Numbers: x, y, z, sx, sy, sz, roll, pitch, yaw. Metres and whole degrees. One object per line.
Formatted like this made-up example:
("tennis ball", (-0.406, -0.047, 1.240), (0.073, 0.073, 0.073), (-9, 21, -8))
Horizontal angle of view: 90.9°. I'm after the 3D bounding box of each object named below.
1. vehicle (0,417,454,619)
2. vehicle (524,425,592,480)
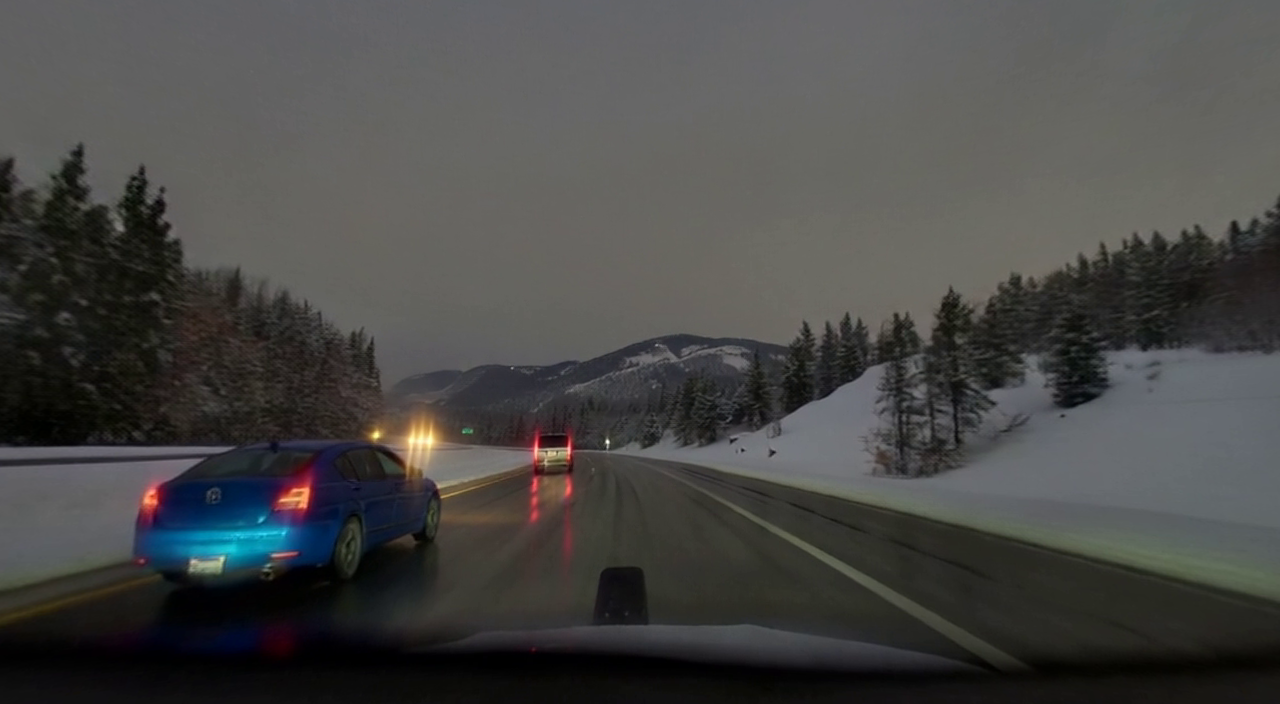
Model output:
("vehicle", (-3.871, 1.601, 7.123), (2.097, 1.511, 4.585), (0, -8, 1))
("vehicle", (-3.557, 4.509, 28.507), (2.444, 2.204, 5.568), (0, -8, -1))
